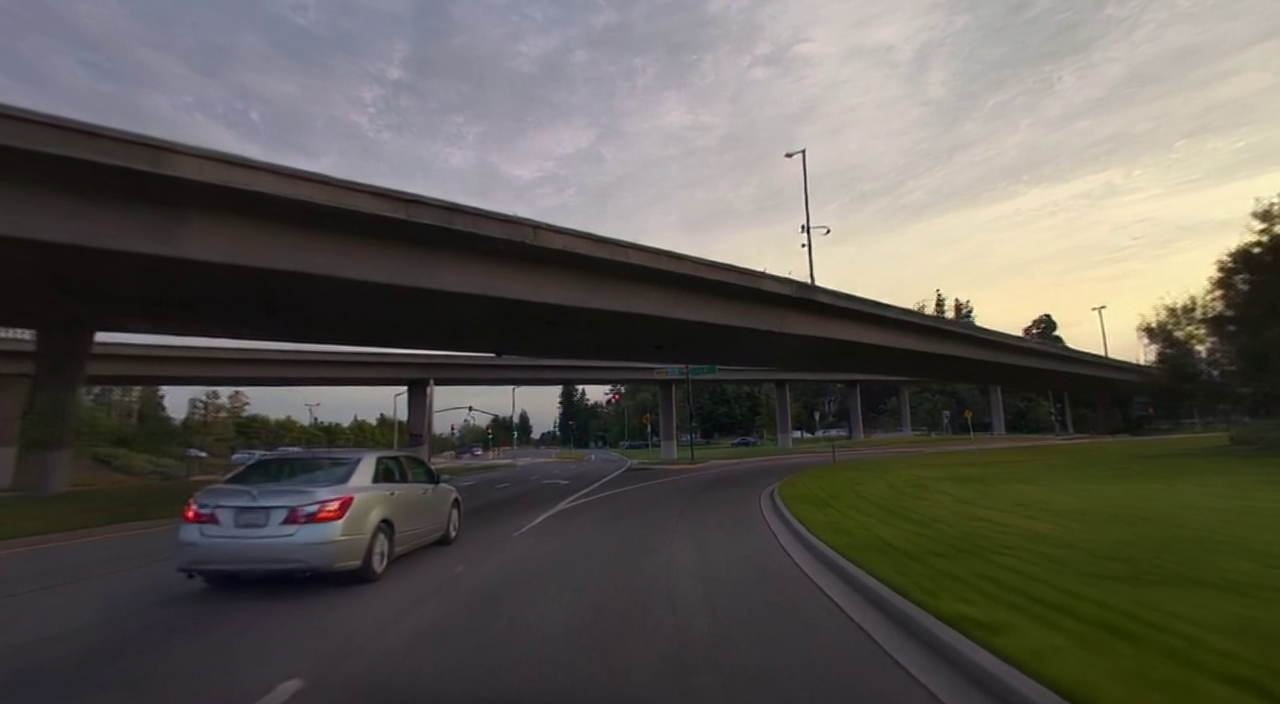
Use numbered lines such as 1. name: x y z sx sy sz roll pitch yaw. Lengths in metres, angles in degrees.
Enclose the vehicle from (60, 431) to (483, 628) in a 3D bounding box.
1. vehicle: -3.369 1.713 7.125 1.963 1.460 4.614 0 -9 0
